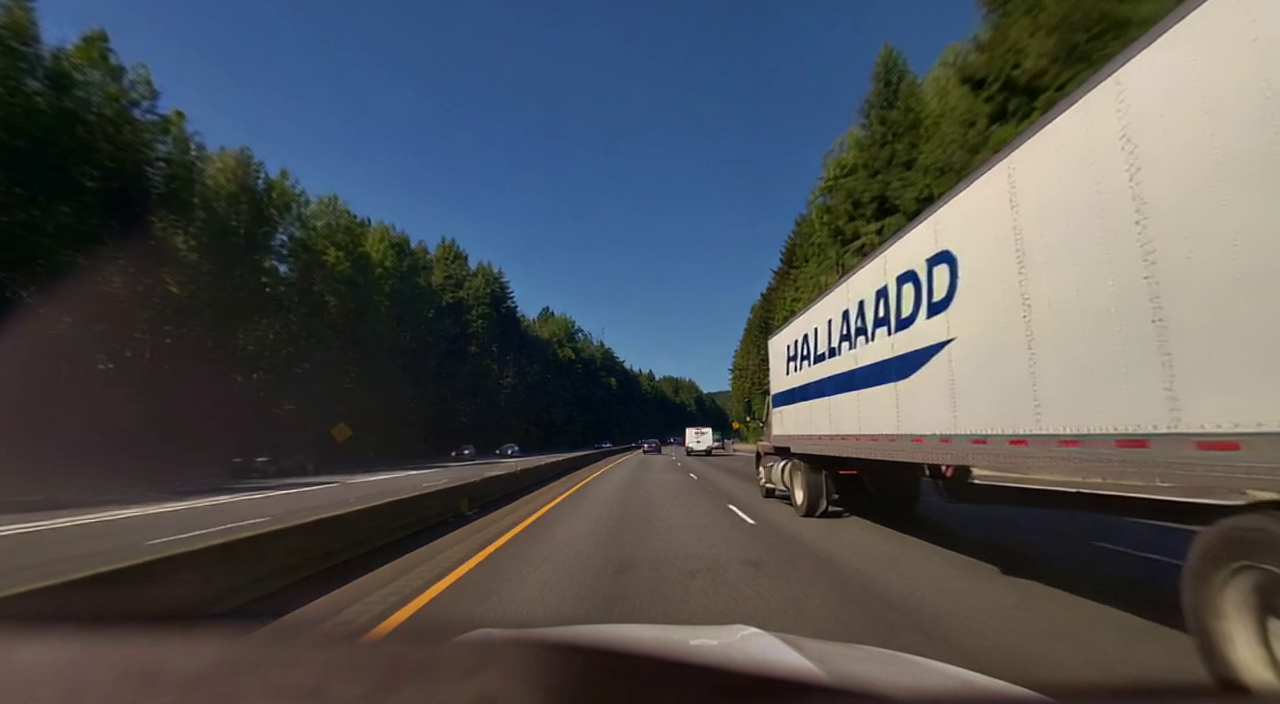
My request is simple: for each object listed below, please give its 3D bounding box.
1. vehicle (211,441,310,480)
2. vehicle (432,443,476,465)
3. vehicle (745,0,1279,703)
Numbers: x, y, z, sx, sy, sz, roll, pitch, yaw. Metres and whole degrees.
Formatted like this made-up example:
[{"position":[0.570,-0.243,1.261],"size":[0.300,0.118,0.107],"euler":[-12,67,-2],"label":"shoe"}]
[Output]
[{"position":[-17.743,5.053,29.694],"size":[1.885,1.618,4.292],"euler":[0,-8,2],"label":"vehicle"},{"position":[-13.779,7.574,46.967],"size":[1.840,1.486,4.462],"euler":[0,-8,2],"label":"vehicle"},{"position":[4.098,0.226,6.577],"size":[3.171,4.072,13.784],"euler":[0,-8,-2],"label":"vehicle"}]
